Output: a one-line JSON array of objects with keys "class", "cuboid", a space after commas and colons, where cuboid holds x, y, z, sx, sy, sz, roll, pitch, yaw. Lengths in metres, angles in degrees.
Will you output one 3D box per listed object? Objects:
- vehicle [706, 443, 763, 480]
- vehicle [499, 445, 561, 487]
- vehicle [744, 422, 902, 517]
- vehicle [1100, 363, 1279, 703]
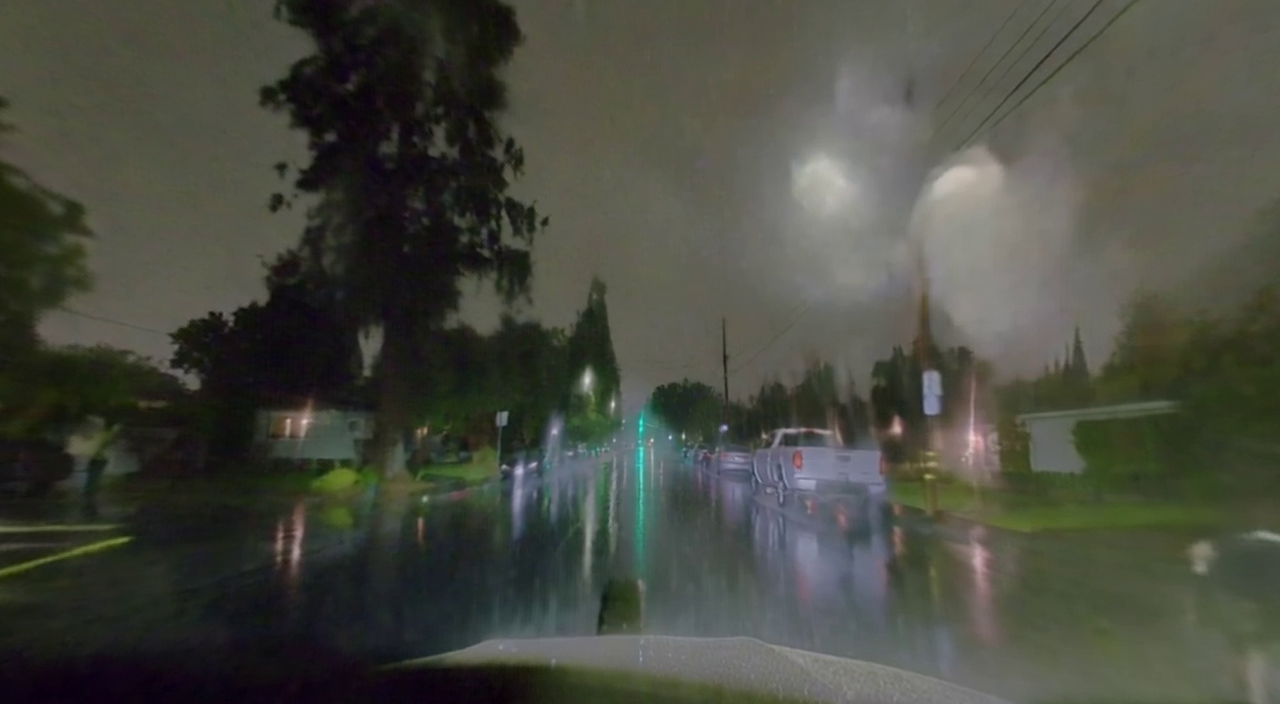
[{"class": "vehicle", "cuboid": [4.125, 4.854, 28.152, 1.862, 1.525, 4.421, 0, -8, 0]}, {"class": "vehicle", "cuboid": [-4.449, 4.633, 25.937, 1.870, 1.562, 4.212, 0, -8, -1]}, {"class": "vehicle", "cuboid": [4.121, 2.748, 15.284, 2.215, 1.897, 5.131, 0, -9, -1]}, {"class": "vehicle", "cuboid": [3.885, 0.787, 1.490, 2.077, 1.788, 4.480, 2, -9, -2]}]
